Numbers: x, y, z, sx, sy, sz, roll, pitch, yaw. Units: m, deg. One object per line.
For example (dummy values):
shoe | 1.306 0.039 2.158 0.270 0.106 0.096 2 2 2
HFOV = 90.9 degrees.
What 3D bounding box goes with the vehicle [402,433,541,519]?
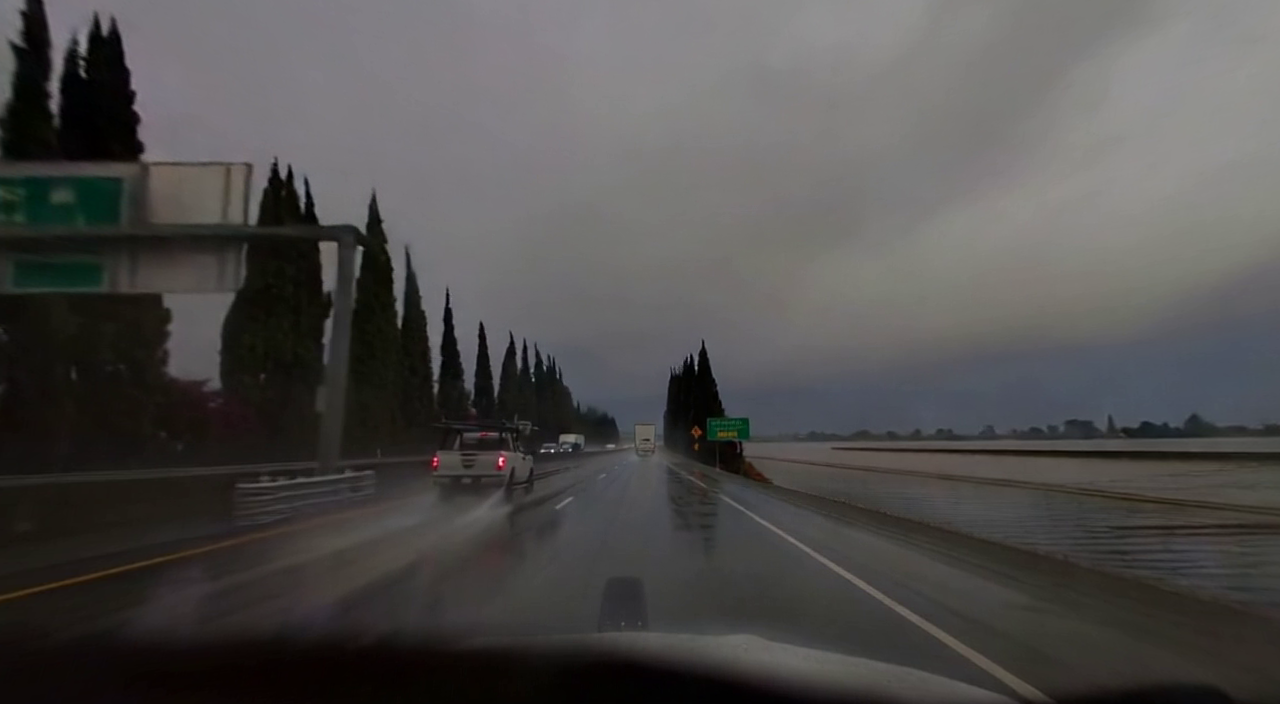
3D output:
vehicle | -3.603 2.719 14.306 2.009 1.638 3.968 0 -9 0
